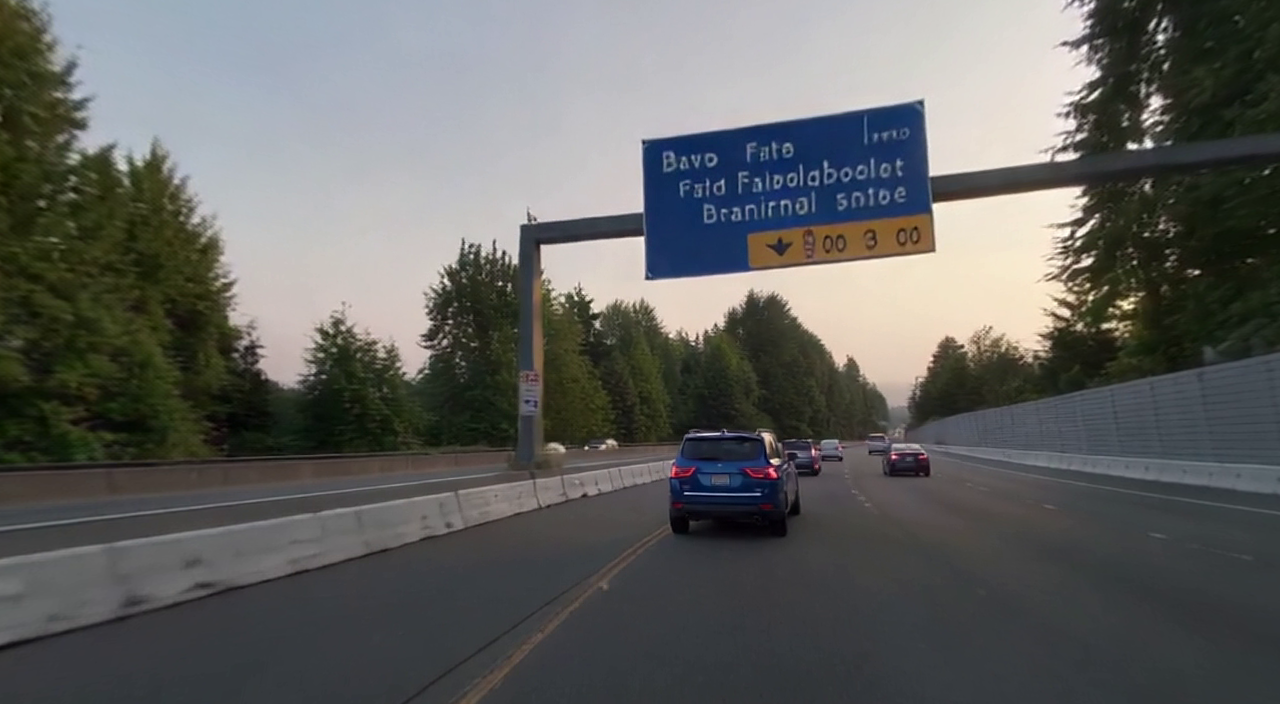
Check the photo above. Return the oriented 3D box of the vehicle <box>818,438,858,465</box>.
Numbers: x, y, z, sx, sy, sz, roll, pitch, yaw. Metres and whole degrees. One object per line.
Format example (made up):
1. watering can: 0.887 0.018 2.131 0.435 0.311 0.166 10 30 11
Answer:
1. vehicle: 12.537 6.308 40.140 1.857 1.584 3.976 -1 -8 9

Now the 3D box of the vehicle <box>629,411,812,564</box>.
1. vehicle: 1.393 1.789 9.075 2.021 1.635 4.085 -2 -9 15

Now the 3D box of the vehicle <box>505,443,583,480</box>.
1. vehicle: -4.359 5.035 29.391 1.917 1.566 4.370 -2 -9 16

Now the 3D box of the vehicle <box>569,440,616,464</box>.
1. vehicle: -3.531 7.652 48.282 1.989 1.703 4.959 -3 -9 16

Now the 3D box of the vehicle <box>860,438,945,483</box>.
1. vehicle: 9.381 3.894 22.918 1.962 1.442 4.536 -2 -8 11

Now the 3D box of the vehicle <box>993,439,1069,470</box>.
1. vehicle: 19.950 5.223 32.335 1.990 1.478 4.475 -2 -9 15
